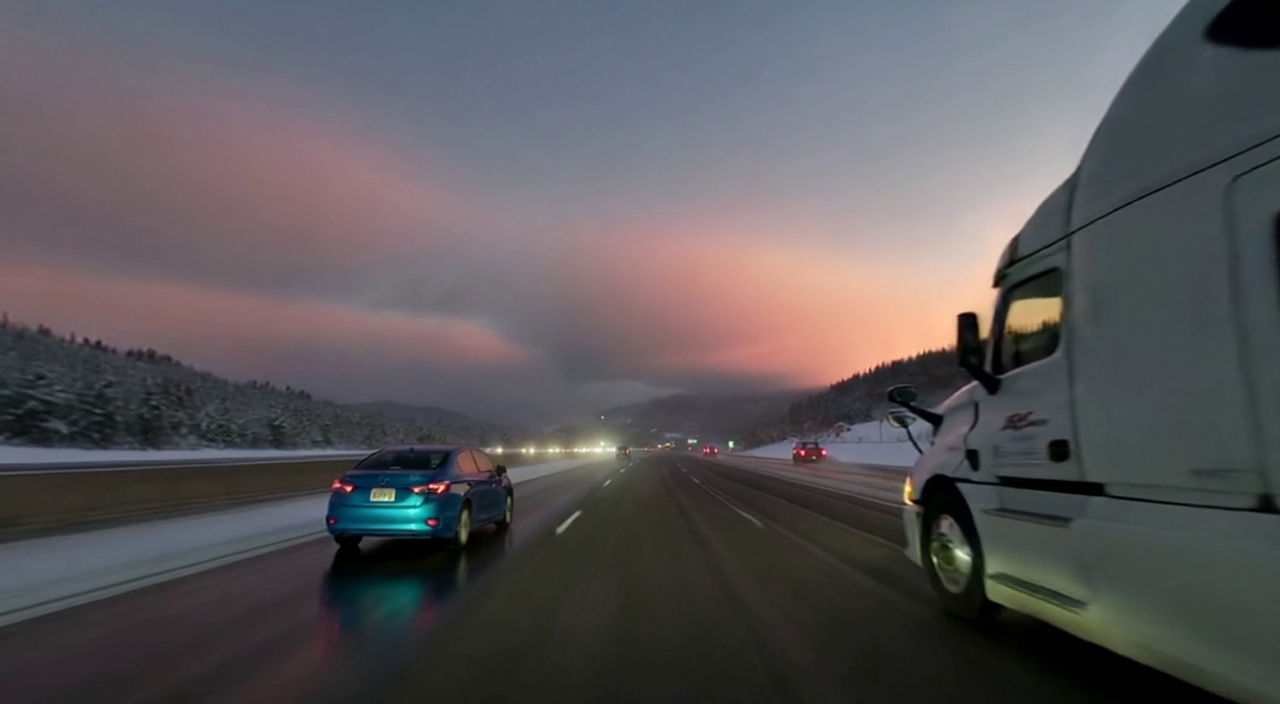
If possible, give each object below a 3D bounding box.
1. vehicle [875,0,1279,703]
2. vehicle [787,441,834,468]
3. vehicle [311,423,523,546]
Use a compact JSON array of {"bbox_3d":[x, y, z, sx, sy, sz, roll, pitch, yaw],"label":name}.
[{"bbox_3d":[4.056,-0.136,2.302,3.277,3.871,7.882,0,-9,0],"label":"vehicle"},{"bbox_3d":[12.025,7.234,44.498,2.062,1.736,4.589,0,-9,0],"label":"vehicle"},{"bbox_3d":[-3.337,2.053,10.342,1.967,1.615,3.886,0,-9,1],"label":"vehicle"}]
